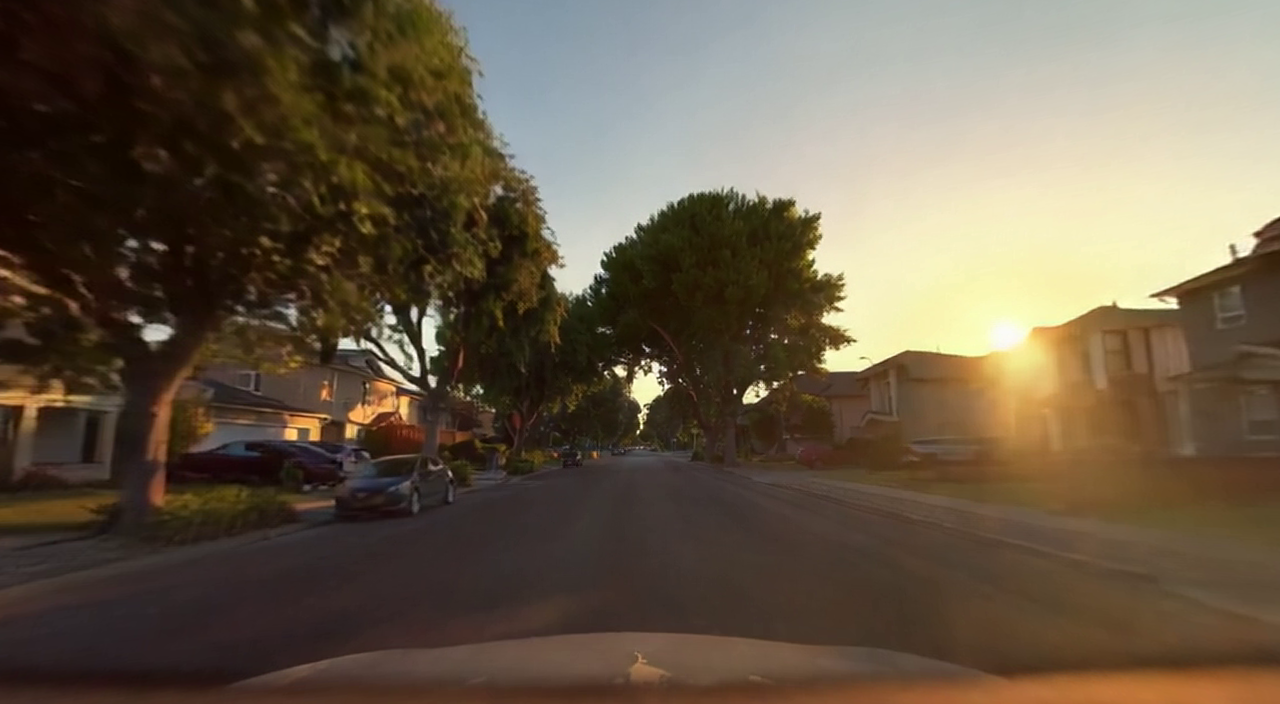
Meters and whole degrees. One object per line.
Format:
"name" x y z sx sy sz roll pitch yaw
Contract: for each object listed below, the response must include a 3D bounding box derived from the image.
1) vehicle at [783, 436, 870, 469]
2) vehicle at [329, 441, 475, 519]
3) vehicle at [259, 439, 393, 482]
"vehicle" 11.326 6.136 38.610 4.626 1.880 1.980 1 -9 -9
"vehicle" -5.656 3.078 15.691 1.944 1.621 4.187 -1 -9 1
"vehicle" -12.148 4.217 24.631 4.135 1.567 1.944 0 -9 2
